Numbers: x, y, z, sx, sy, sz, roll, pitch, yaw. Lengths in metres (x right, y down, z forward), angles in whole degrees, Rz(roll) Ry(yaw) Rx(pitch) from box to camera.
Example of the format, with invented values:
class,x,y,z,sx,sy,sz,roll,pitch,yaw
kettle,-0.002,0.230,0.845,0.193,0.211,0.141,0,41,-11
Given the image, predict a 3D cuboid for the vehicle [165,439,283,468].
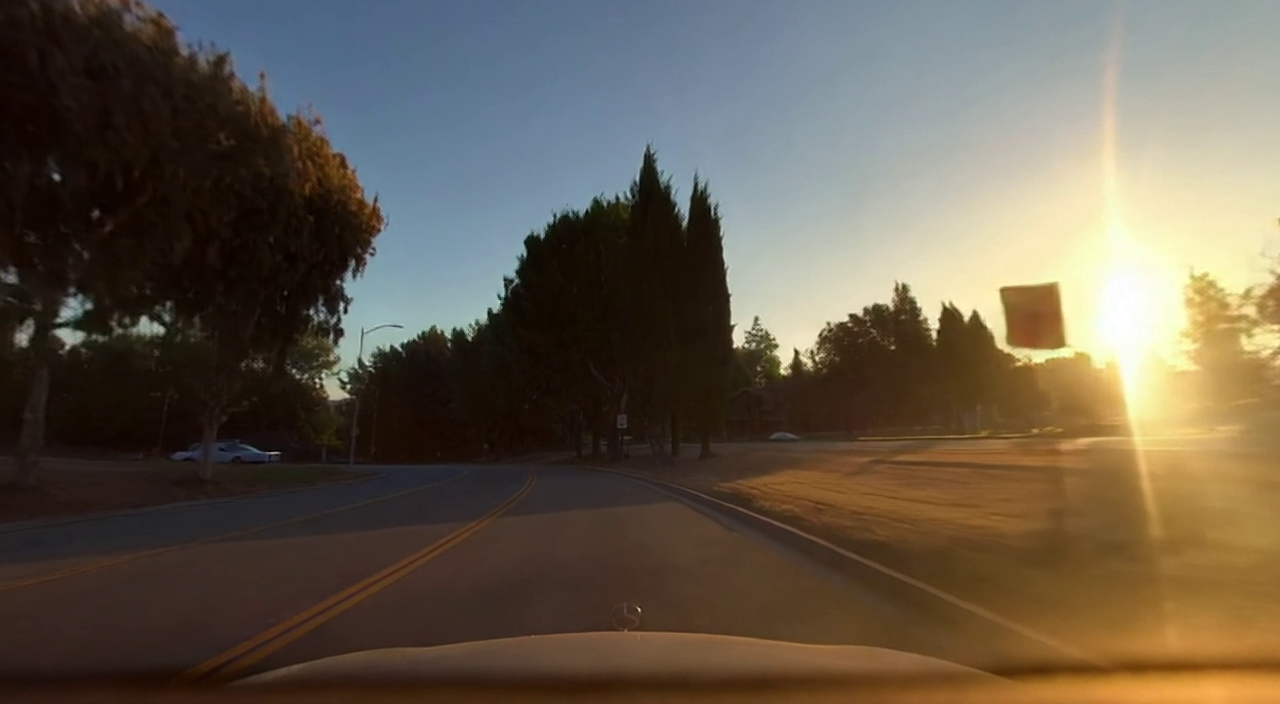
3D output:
class,x,y,z,sx,sy,sz,roll,pitch,yaw
vehicle,-26.186,6.421,39.983,5.613,1.775,2.357,2,-9,-11
